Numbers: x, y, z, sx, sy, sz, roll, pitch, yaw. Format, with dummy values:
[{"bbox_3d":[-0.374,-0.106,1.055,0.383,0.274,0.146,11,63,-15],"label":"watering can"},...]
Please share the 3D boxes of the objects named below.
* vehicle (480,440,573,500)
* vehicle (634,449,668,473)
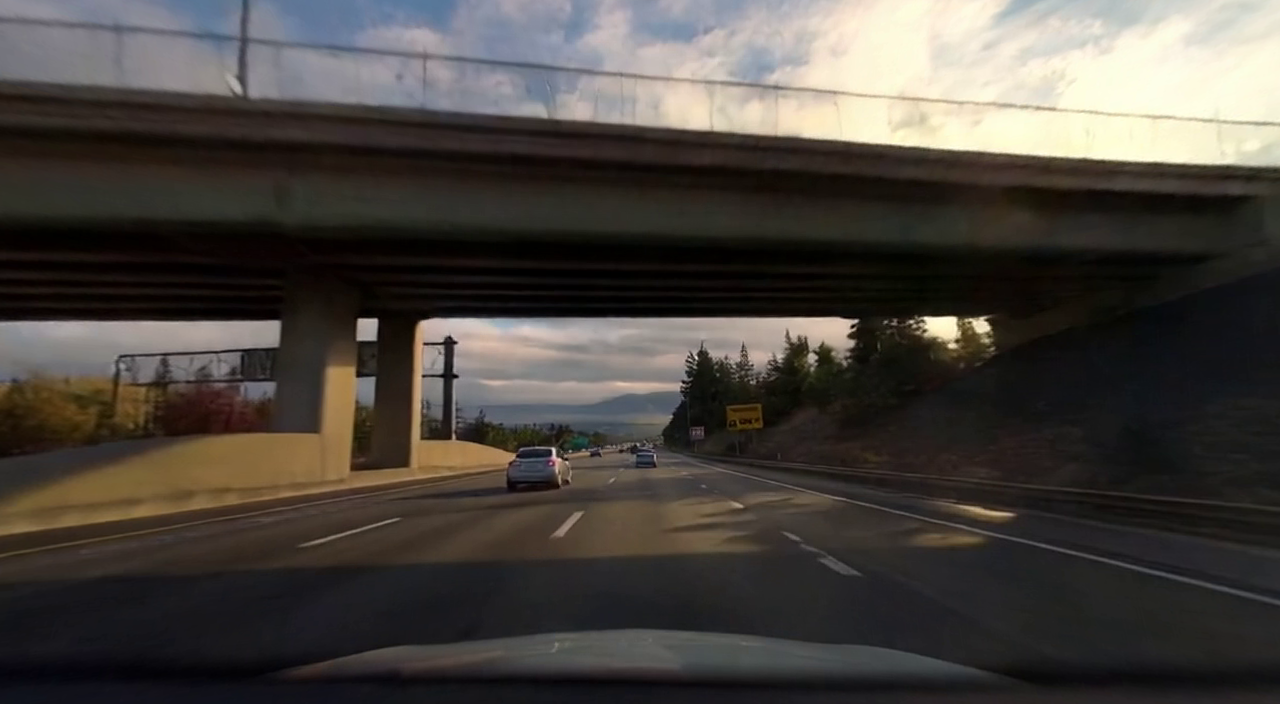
[{"bbox_3d":[-3.465,3.694,20.112,2.055,1.665,4.373,0,-9,1],"label":"vehicle"},{"bbox_3d":[0.695,7.180,41.713,2.113,1.537,4.208,0,-9,1],"label":"vehicle"}]
